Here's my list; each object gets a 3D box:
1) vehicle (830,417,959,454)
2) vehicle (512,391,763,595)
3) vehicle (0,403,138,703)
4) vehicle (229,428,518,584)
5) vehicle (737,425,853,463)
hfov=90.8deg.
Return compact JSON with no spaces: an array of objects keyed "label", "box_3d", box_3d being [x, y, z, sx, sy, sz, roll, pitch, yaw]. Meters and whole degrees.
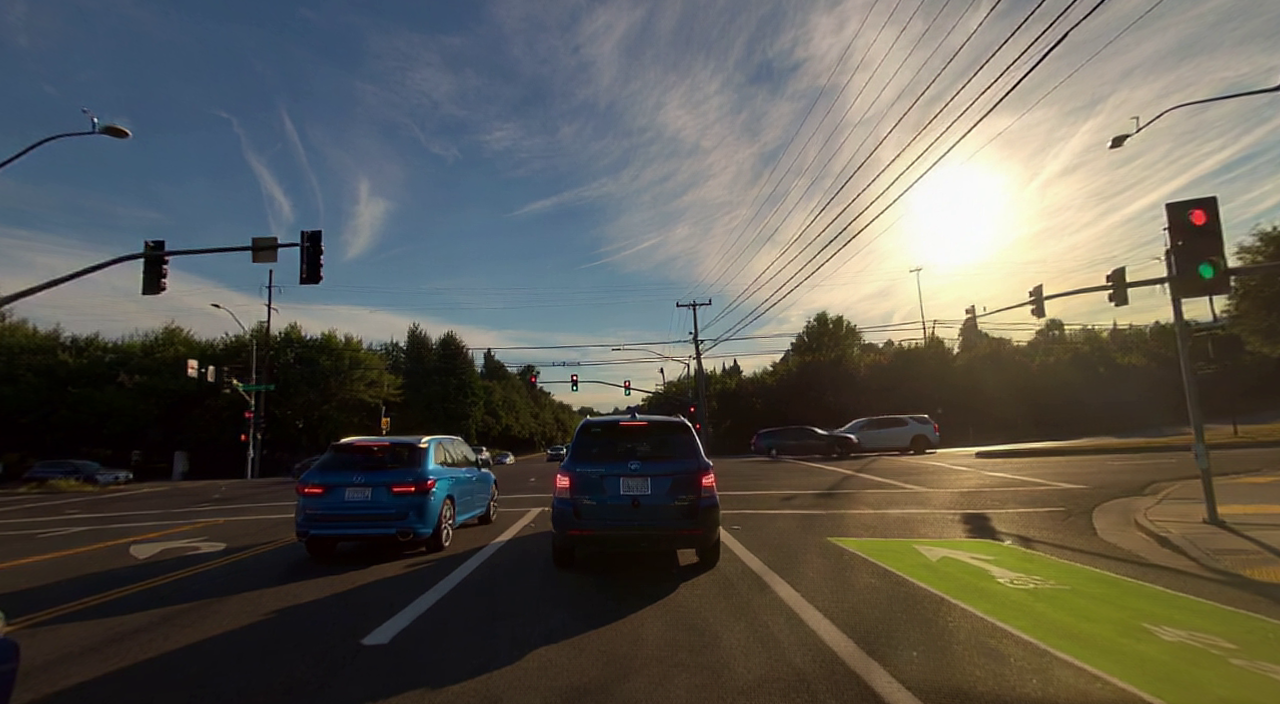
[{"label":"vehicle","box_3d":[13.874,4.601,34.829,6.143,1.944,2.229,-1,-8,5]},{"label":"vehicle","box_3d":[-0.052,1.524,7.614,2.182,1.773,4.041,0,-8,-1]},{"label":"vehicle","box_3d":[-3.353,0.660,0.443,1.928,1.488,4.936,0,-8,0]},{"label":"vehicle","box_3d":[-2.933,1.762,7.995,1.969,1.486,3.702,0,-8,1]},{"label":"vehicle","box_3d":[7.380,4.387,30.123,4.977,1.648,2.088,-4,-9,25]}]
